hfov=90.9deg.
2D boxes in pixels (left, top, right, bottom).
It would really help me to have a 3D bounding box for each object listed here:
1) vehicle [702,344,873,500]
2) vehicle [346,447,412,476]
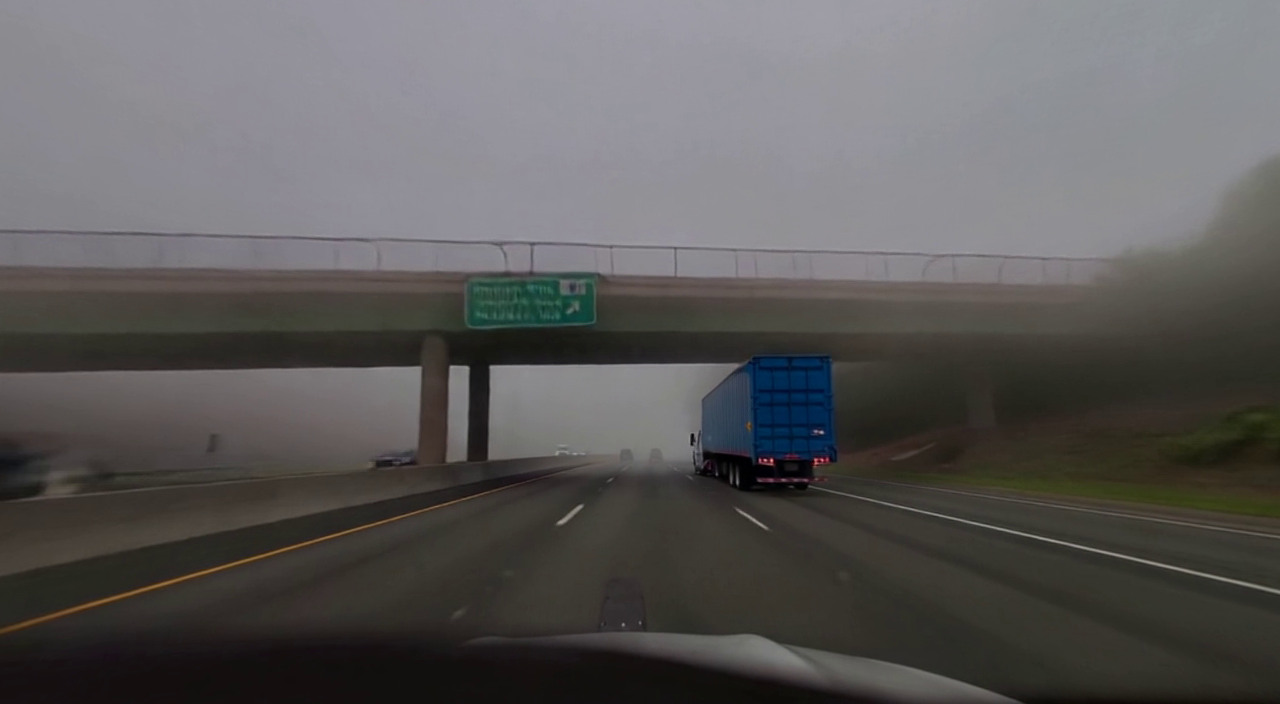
[{"bbox_3d":[4.502,2.876,23.423,2.825,4.054,14.210,0,-9,0],"label":"vehicle"},{"bbox_3d":[-13.914,5.863,33.880,1.788,1.439,3.990,0,-9,1],"label":"vehicle"}]
